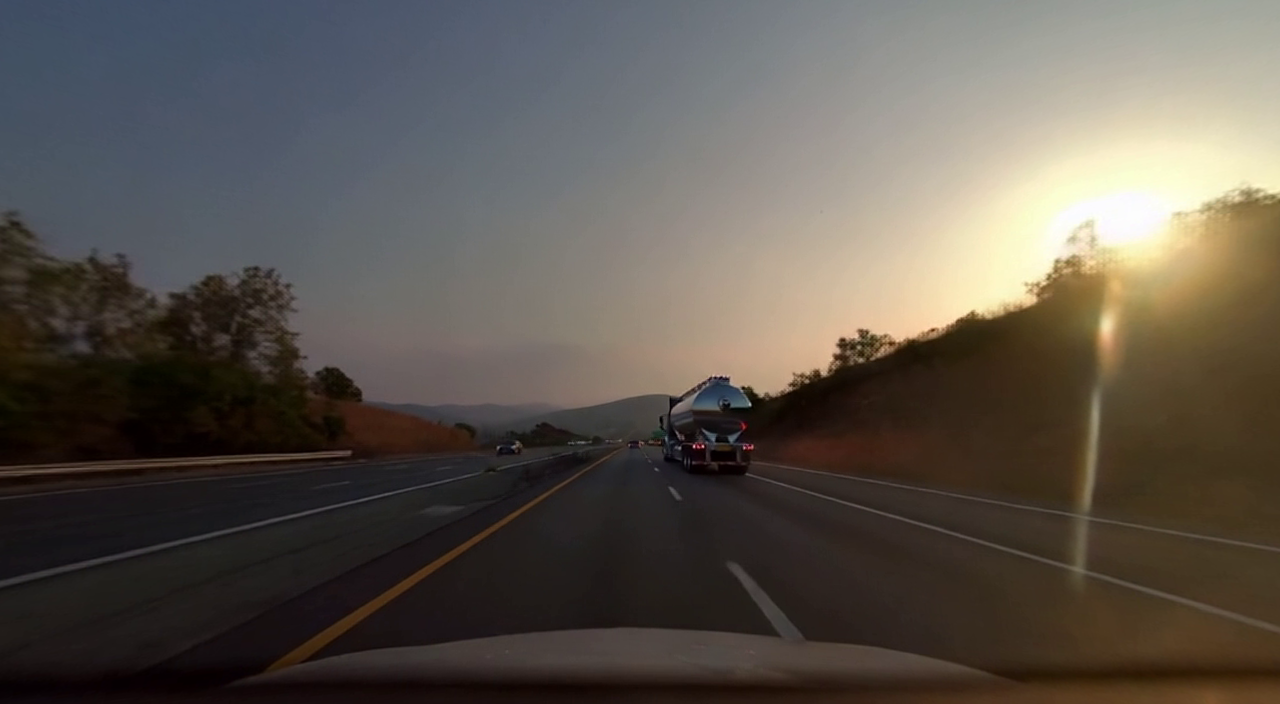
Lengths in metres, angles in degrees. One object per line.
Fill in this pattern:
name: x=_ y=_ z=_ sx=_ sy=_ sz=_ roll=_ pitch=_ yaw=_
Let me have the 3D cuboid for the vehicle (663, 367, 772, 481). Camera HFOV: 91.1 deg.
vehicle: x=2.753 y=3.140 z=26.532 sx=2.946 sy=3.745 sz=11.516 roll=0 pitch=-8 yaw=-1
